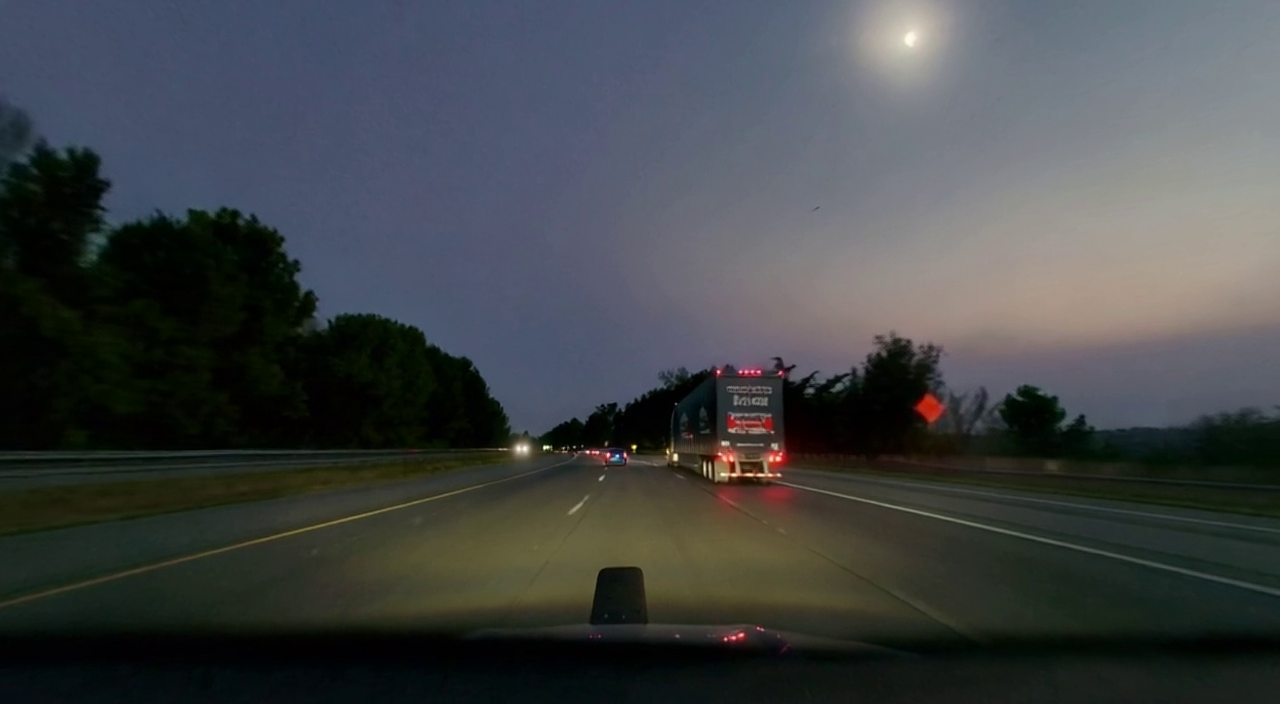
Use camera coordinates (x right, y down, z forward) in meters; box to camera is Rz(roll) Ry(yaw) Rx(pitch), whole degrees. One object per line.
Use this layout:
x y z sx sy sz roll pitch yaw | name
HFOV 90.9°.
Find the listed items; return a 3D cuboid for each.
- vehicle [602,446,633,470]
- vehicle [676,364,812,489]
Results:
-1.394 6.732 40.156 1.913 1.460 3.610 0 -9 -1 | vehicle
3.731 3.462 27.307 2.951 4.012 14.203 0 -9 -2 | vehicle
